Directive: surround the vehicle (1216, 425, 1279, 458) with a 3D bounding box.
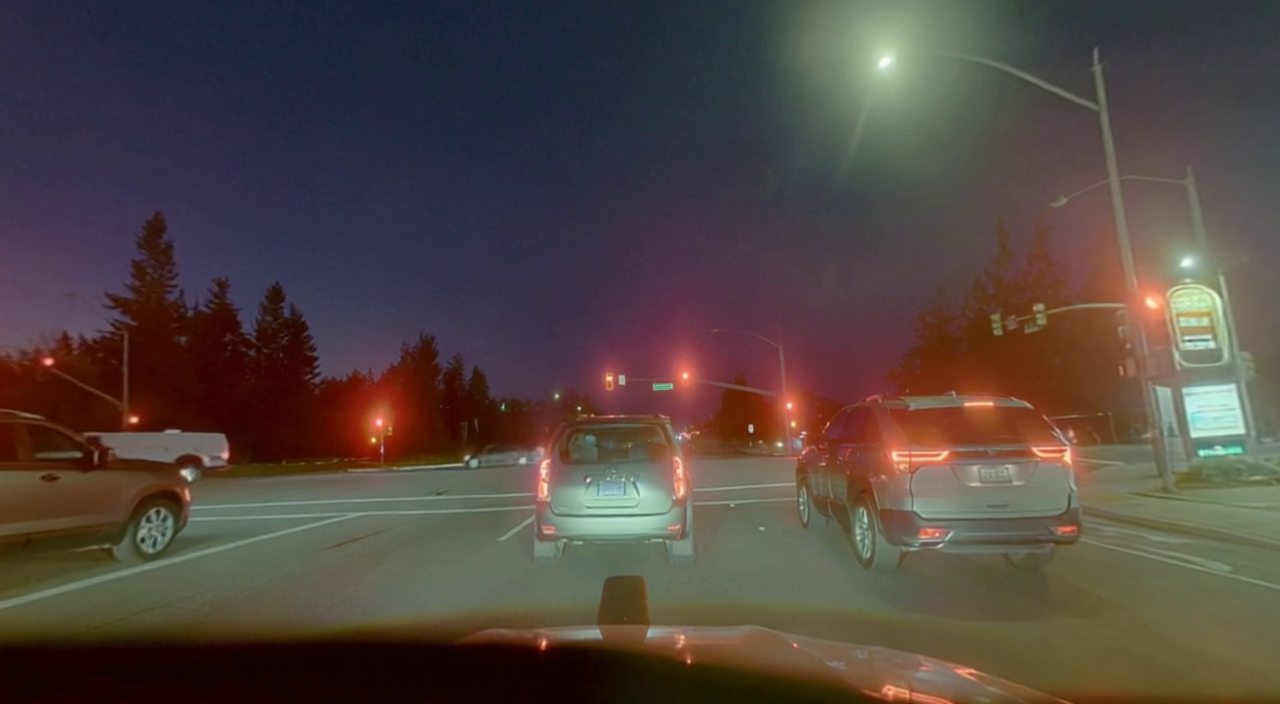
[{"bbox_3d":[28.996,4.062,28.716,4.007,1.420,1.719,1,-8,-7],"label":"vehicle"}]

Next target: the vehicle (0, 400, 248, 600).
[{"bbox_3d":[-6.714,1.457,6.538,2.011,1.774,4.866,0,-8,2],"label":"vehicle"}]

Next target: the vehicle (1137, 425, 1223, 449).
[{"bbox_3d":[36.459,5.746,42.577,4.276,1.579,1.762,1,-8,-4],"label":"vehicle"}]

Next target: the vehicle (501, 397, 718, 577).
[{"bbox_3d":[-0.238,1.587,8.092,2.067,1.702,3.987,0,-8,1],"label":"vehicle"}]

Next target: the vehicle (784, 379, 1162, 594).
[{"bbox_3d":[3.275,1.438,7.486,2.083,1.779,4.347,0,-8,0],"label":"vehicle"}]
